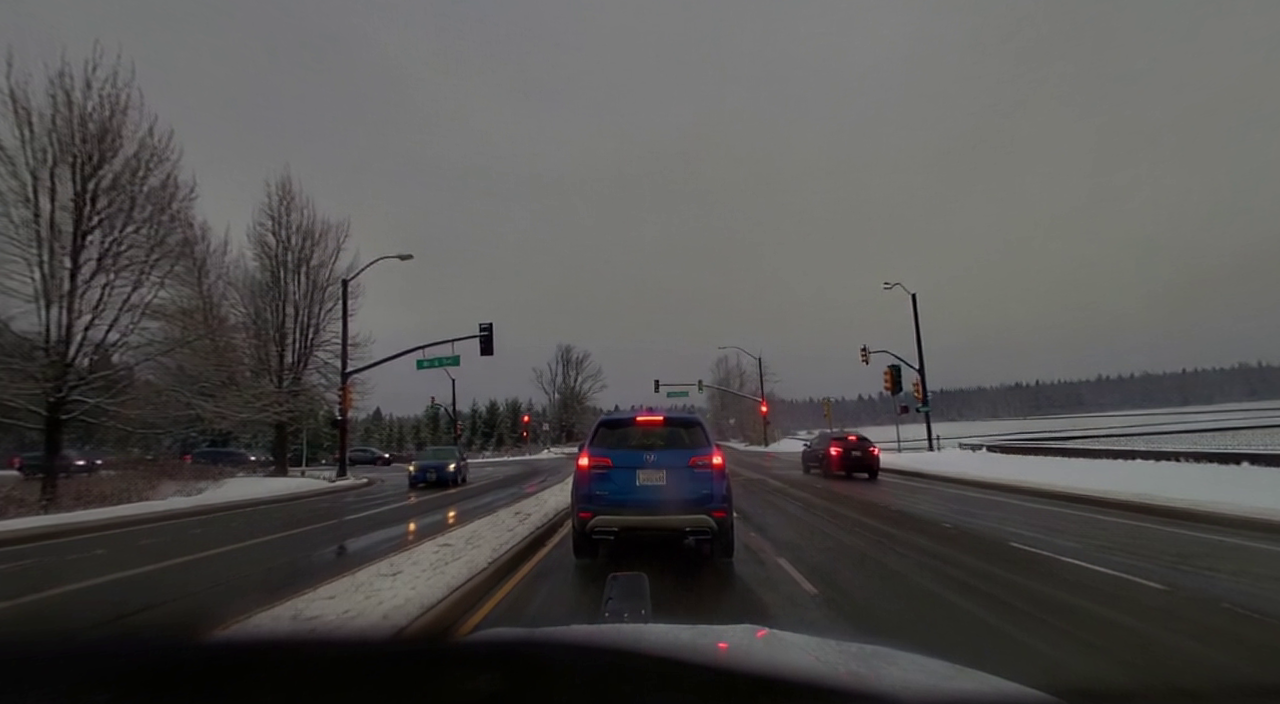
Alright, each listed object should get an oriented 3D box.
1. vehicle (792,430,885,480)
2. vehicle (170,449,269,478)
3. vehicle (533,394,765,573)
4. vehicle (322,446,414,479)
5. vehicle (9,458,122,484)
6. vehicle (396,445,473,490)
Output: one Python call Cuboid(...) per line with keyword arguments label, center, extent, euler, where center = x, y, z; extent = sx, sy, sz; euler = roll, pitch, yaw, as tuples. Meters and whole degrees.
Cuboid(label="vehicle", center=(7.162, 3.770, 23.280), extent=(2.012, 1.636, 4.352), euler=(0, -8, 0))
Cuboid(label="vehicle", center=(-25.344, 6.721, 38.063), extent=(4.608, 1.680, 2.026), euler=(-1, -8, 5))
Cuboid(label="vehicle", center=(0.081, 1.615, 8.425), extent=(2.298, 1.770, 4.138), euler=(0, -8, 0))
Cuboid(label="vehicle", center=(-14.632, 5.888, 33.890), extent=(4.510, 1.606, 2.192), euler=(-5, -10, 29))
Cuboid(label="vehicle", center=(-34.044, 7.043, 37.470), extent=(4.559, 1.458, 2.265), euler=(0, -8, 1))
Cuboid(label="vehicle", center=(-7.699, 4.235, 23.623), extent=(2.425, 1.480, 4.707), euler=(3, -9, -18))
